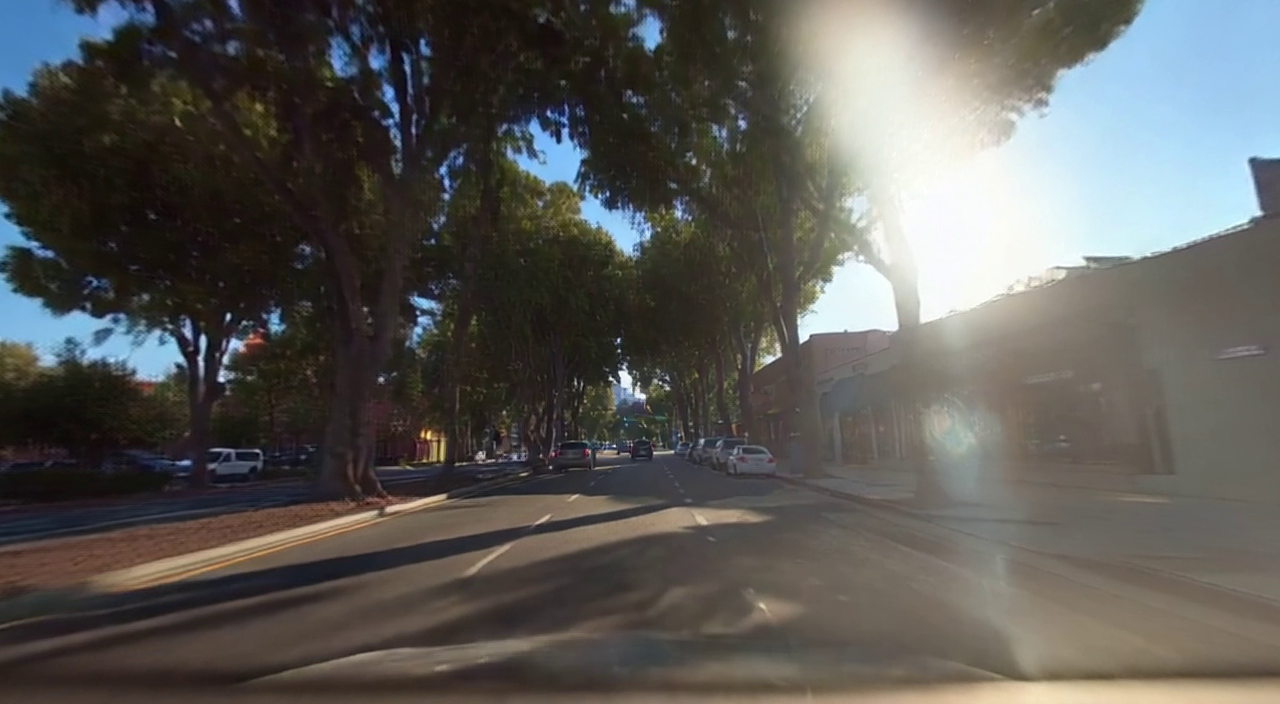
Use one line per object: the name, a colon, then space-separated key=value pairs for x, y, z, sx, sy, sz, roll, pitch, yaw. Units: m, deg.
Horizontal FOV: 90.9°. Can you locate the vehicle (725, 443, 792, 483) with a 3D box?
vehicle: x=4.595 y=4.357 z=25.115 sx=1.896 sy=1.451 sz=4.329 roll=0 pitch=-8 yaw=1

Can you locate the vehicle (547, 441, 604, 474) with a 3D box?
vehicle: x=-2.999 y=5.054 z=30.420 sx=2.151 sy=1.484 sz=4.468 roll=0 pitch=-8 yaw=2

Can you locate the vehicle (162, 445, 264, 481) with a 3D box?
vehicle: x=-26.959 y=6.996 z=40.119 sx=2.231 sy=2.124 sz=5.680 roll=-1 pitch=-8 yaw=4

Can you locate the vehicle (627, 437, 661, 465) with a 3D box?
vehicle: x=0.286 y=6.473 z=41.380 sx=2.075 sy=1.770 sz=4.018 roll=0 pitch=-8 yaw=1
